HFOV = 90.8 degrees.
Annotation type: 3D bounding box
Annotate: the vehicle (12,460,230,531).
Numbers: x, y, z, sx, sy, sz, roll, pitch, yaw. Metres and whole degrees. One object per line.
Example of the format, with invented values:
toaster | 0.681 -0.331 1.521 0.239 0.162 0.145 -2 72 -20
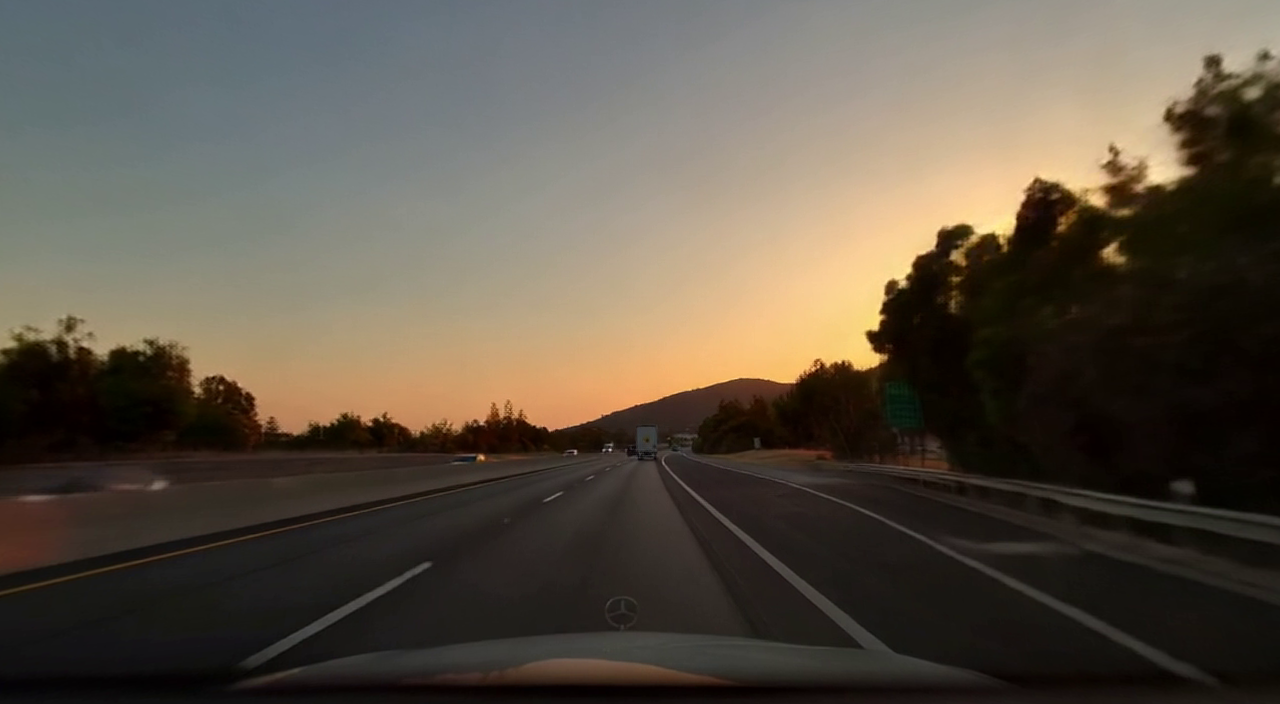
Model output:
vehicle | -13.310 3.667 16.649 1.994 1.515 4.361 0 -9 1
